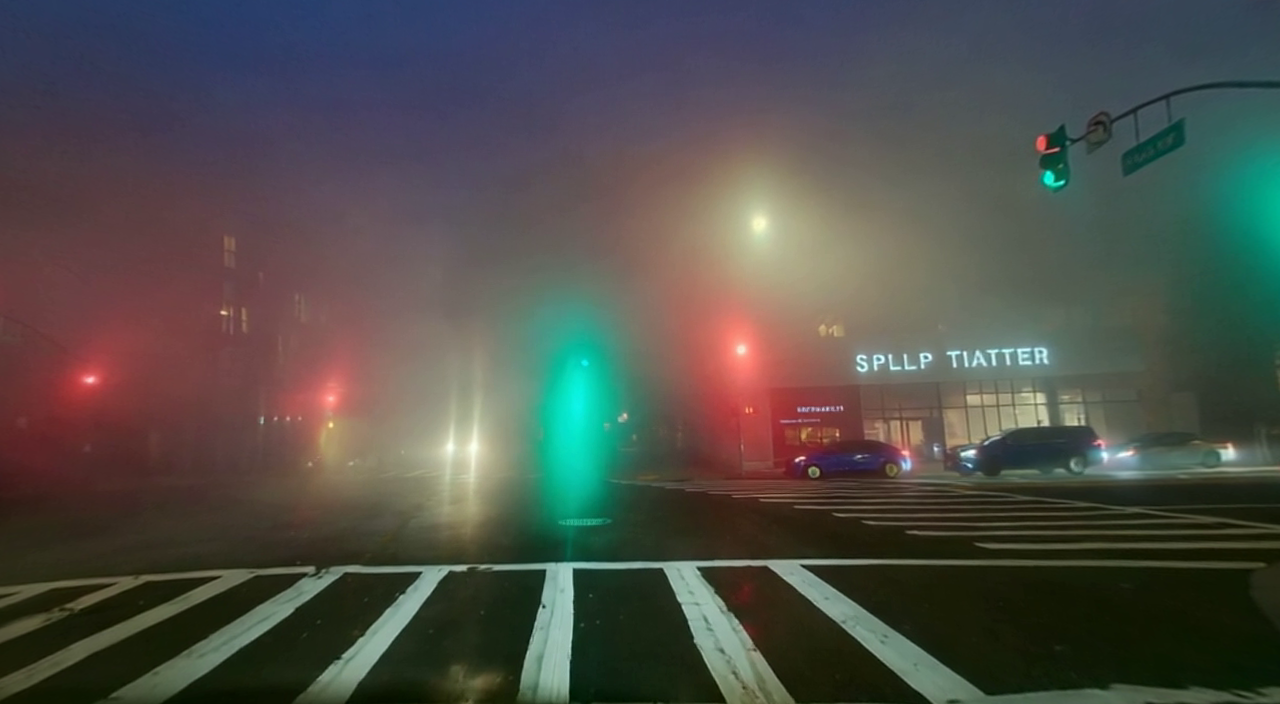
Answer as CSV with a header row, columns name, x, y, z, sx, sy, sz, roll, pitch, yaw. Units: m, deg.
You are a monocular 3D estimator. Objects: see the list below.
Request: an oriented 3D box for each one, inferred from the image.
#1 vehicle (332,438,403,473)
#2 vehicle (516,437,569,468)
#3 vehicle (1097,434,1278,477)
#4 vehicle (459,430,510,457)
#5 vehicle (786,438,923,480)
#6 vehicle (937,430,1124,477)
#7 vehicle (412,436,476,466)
name,x,y,z,sx,sy,sz,roll,pitch,yaw
vehicle,-14.948,5.636,34.861,1.933,1.461,4.393,-4,-6,0
vehicle,-5.014,5.230,33.004,1.892,1.481,4.365,-1,-9,2
vehicle,19.772,3.758,22.964,4.782,1.455,1.936,0,-9,-2
vehicle,-10.602,6.272,43.390,2.181,1.723,4.692,-1,-9,2
vehicle,7.851,3.955,23.450,4.426,1.446,1.795,0,-9,0
vehicle,14.203,3.723,23.244,5.420,1.609,2.063,0,-9,1
vehicle,-10.370,5.278,33.820,2.119,1.485,4.472,0,-9,-2
